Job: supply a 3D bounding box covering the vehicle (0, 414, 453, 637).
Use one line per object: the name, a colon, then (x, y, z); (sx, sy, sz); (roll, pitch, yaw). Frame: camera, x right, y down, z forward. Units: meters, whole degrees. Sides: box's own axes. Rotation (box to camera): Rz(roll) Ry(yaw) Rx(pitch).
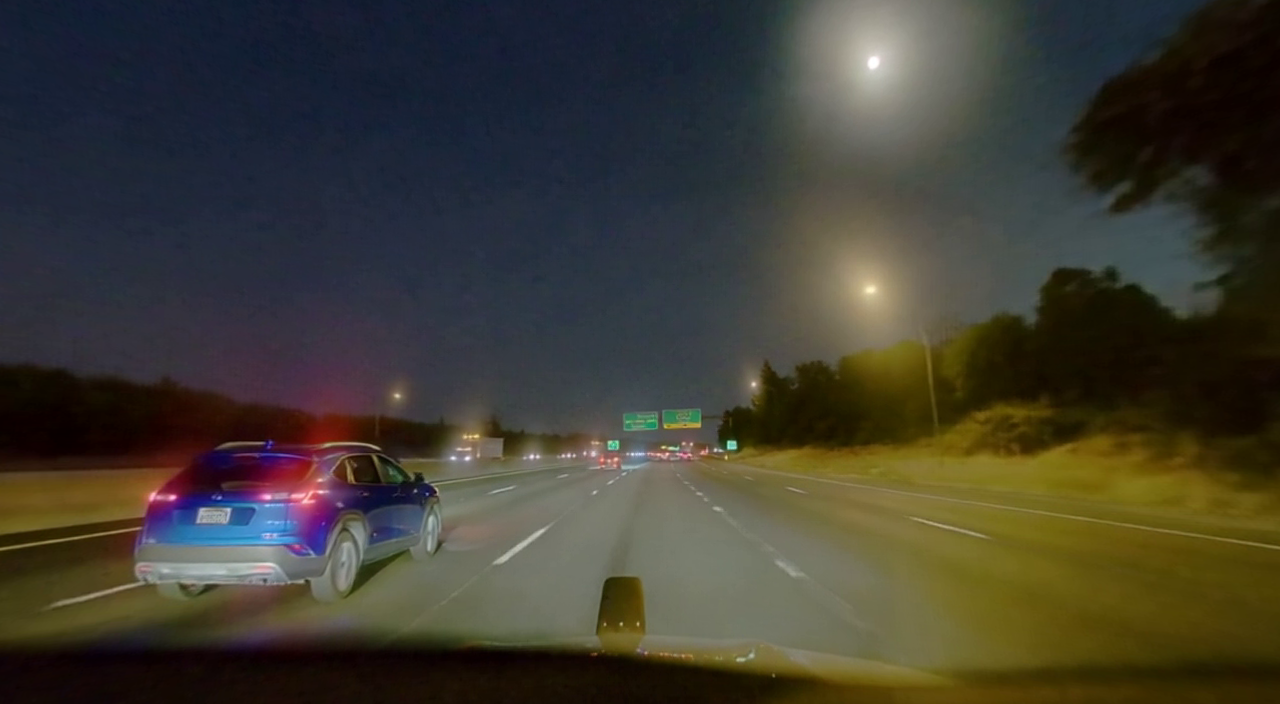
vehicle: (-3.698, 1.594, 6.786); (2.016, 1.623, 4.126); (0, -9, 1)
